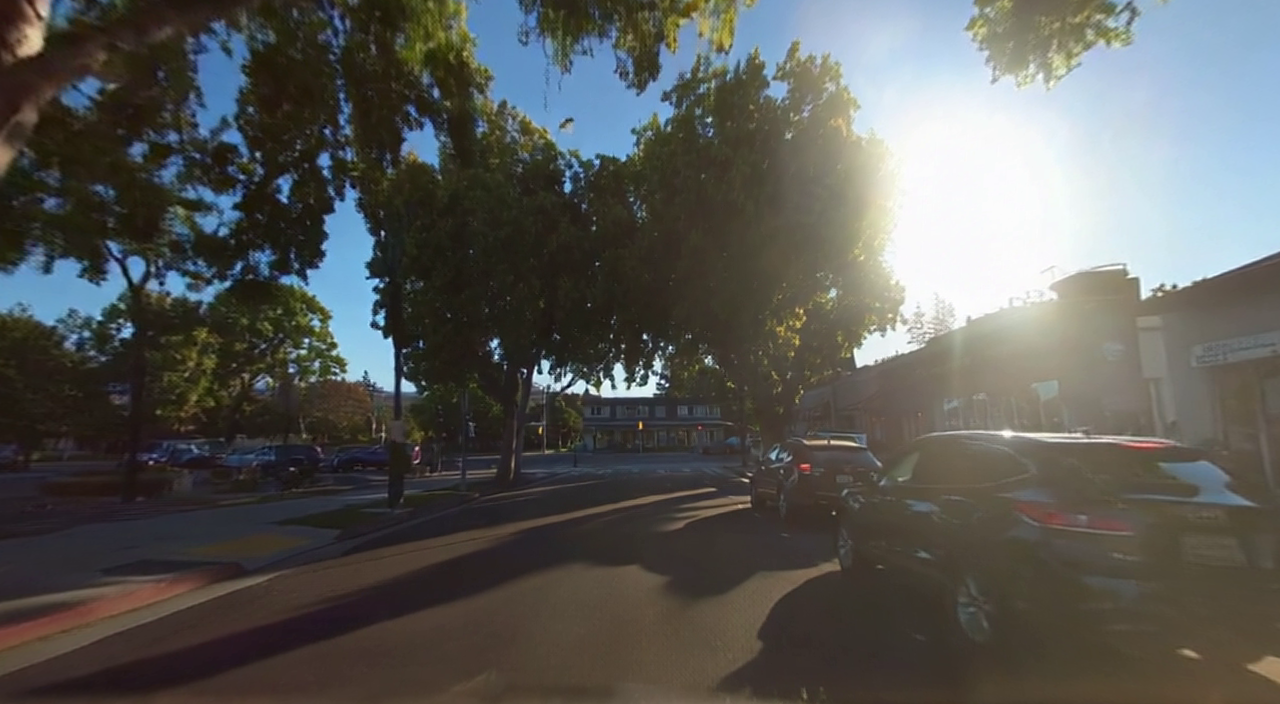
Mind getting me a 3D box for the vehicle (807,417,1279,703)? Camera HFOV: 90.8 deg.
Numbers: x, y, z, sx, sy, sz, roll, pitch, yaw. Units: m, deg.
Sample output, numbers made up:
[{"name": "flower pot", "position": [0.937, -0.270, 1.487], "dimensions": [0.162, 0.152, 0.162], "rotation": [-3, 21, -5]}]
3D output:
[{"name": "vehicle", "position": [3.078, 1.437, 5.386], "dimensions": [2.064, 1.532, 4.596], "rotation": [0, -9, 0]}]
